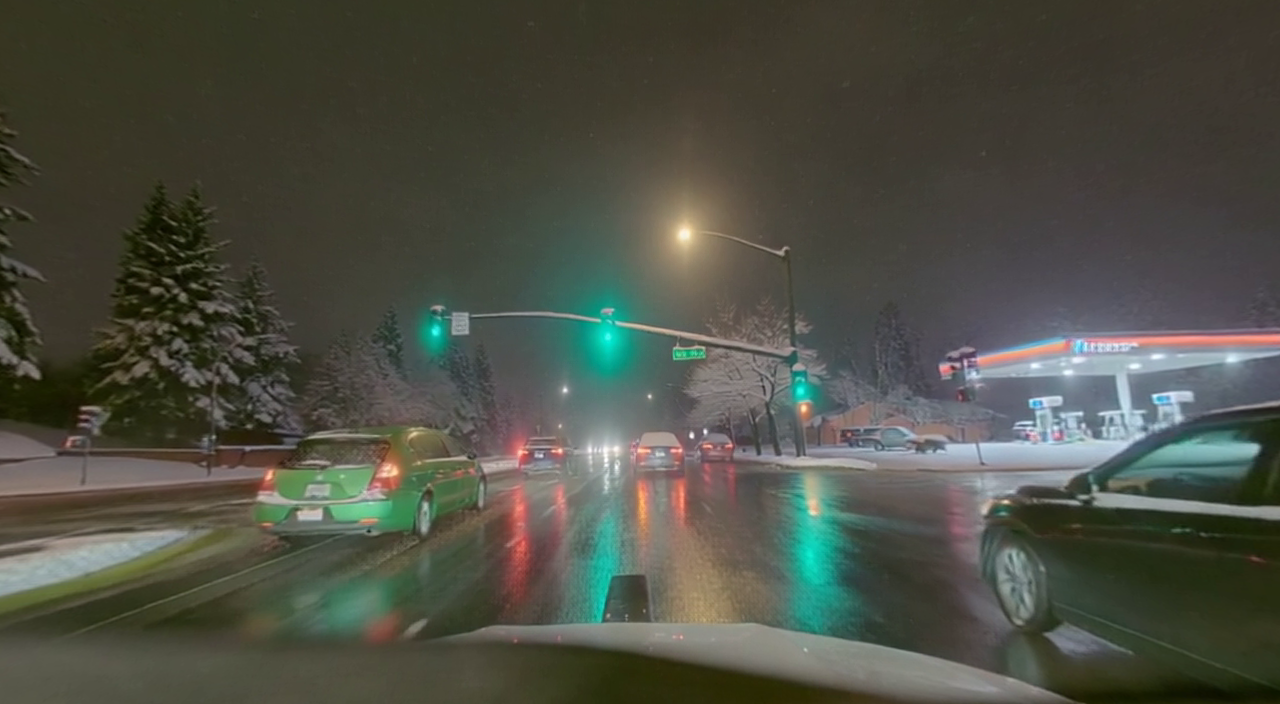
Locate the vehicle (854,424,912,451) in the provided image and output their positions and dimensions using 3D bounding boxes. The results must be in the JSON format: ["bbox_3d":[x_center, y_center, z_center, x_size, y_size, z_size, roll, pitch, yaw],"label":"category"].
[{"bbox_3d":[16.894,6.002,44.098,2.110,1.744,4.928,-1,-8,1],"label":"vehicle"}]

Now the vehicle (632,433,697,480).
[{"bbox_3d":[0.796,3.511,21.471,1.994,1.433,3.894,-1,-8,1],"label":"vehicle"}]

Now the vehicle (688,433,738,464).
[{"bbox_3d":[3.675,4.949,32.550,1.920,1.479,4.548,0,-8,-1],"label":"vehicle"}]

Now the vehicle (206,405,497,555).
[{"bbox_3d":[-3.831,1.806,9.630,2.023,1.687,4.874,-1,-8,2],"label":"vehicle"}]

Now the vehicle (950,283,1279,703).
[{"bbox_3d":[3.366,0.676,2.493,1.992,1.805,4.549,0,-8,1],"label":"vehicle"}]

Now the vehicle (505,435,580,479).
[{"bbox_3d":[-3.491,3.863,23.434,1.995,1.436,4.500,0,-8,1],"label":"vehicle"}]

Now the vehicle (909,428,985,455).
[{"bbox_3d":[18.037,5.304,37.340,2.081,1.482,4.860,0,-8,1],"label":"vehicle"}]
